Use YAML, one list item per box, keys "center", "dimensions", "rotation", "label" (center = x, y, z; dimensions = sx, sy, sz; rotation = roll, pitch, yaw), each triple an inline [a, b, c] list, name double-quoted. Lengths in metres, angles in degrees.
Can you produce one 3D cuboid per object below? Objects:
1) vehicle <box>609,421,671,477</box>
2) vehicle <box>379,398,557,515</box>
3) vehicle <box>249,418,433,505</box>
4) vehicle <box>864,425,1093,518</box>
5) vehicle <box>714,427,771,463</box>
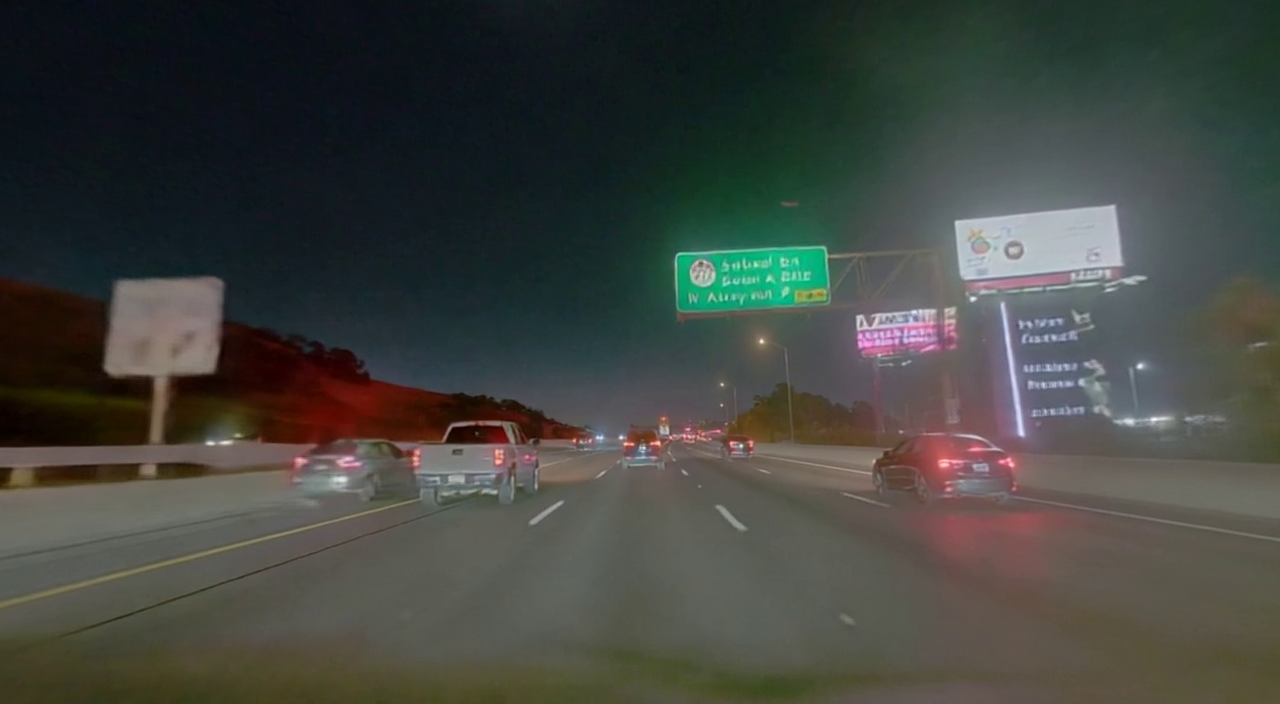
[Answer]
- center: [0.023, 3.494, 22.827]
  dimensions: [2.052, 1.808, 3.898]
  rotation: [0, -8, 1]
  label: "vehicle"
- center: [-3.359, 2.234, 13.846]
  dimensions: [2.316, 1.999, 5.765]
  rotation: [0, -8, -1]
  label: "vehicle"
- center: [-6.766, 2.541, 15.006]
  dimensions: [2.052, 1.720, 4.538]
  rotation: [0, -8, 1]
  label: "vehicle"
- center: [6.195, 2.227, 12.285]
  dimensions: [1.998, 1.456, 4.338]
  rotation: [0, -8, -1]
  label: "vehicle"
- center: [5.334, 4.935, 33.402]
  dimensions: [2.067, 1.775, 4.372]
  rotation: [0, -8, -3]
  label: "vehicle"
